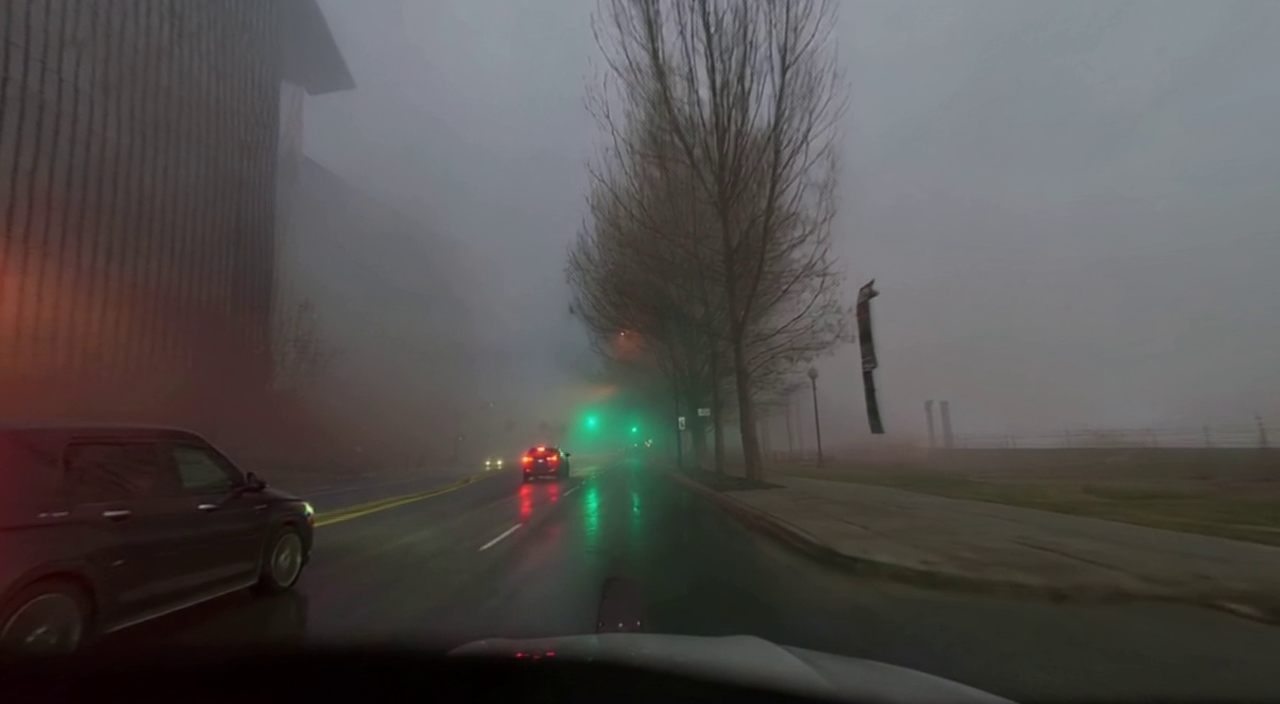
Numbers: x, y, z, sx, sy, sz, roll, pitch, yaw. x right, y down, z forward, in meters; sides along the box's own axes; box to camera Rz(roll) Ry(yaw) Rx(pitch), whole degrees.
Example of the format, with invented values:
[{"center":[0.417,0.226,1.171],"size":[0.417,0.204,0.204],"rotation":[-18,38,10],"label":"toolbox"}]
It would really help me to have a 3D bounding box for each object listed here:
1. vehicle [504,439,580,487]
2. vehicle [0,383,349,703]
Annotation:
[{"center":[-4.077,4.736,27.130],"size":[2.384,1.849,5.009],"rotation":[0,-9,1],"label":"vehicle"},{"center":[-4.490,1.283,4.916],"size":[2.169,1.741,4.588],"rotation":[0,-9,1],"label":"vehicle"}]
